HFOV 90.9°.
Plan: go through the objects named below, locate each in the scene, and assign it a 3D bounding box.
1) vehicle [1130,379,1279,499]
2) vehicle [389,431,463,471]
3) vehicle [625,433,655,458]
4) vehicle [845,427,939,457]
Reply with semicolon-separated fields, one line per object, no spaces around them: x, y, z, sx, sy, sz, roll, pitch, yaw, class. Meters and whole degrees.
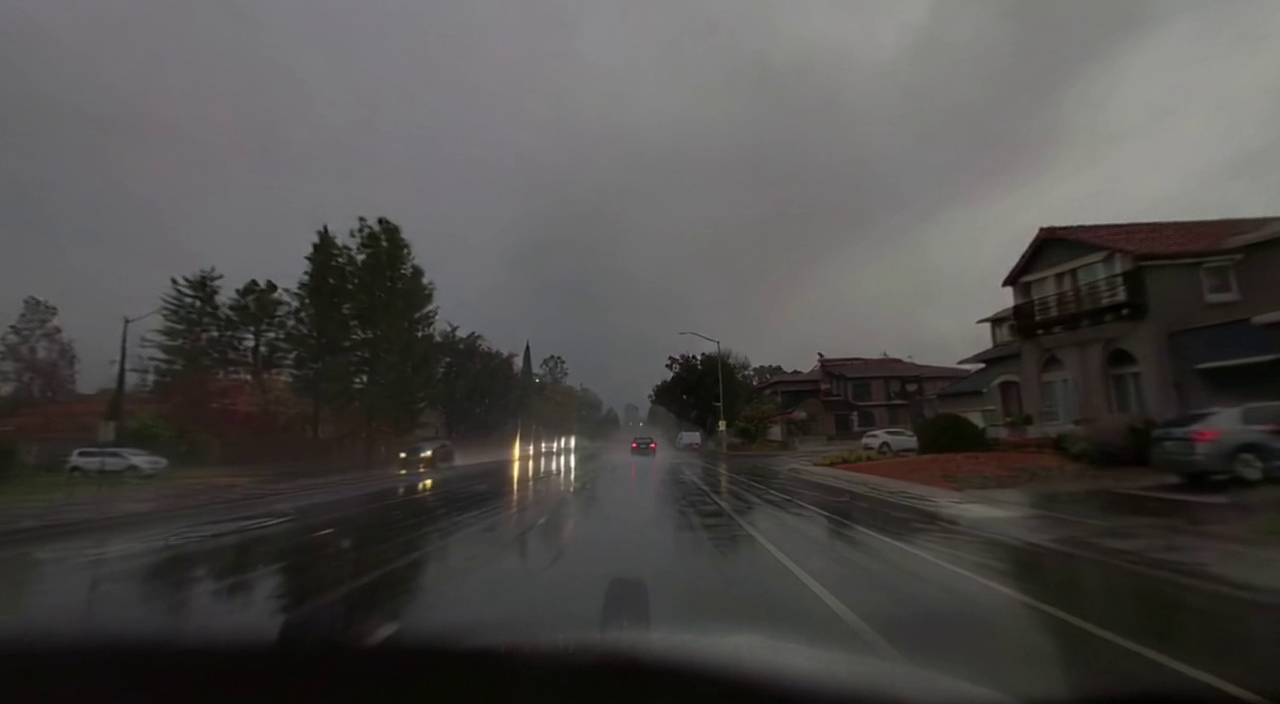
12.154;1.434;11.314;4.722;1.901;2.079;-4;-9;3;vehicle
-11.339;5.299;33.855;2.163;1.943;5.035;0;-8;0;vehicle
-0.035;6.616;44.599;2.024;1.655;4.301;0;-8;0;vehicle
14.748;5.318;37.102;4.663;1.677;1.934;0;-8;-2;vehicle
